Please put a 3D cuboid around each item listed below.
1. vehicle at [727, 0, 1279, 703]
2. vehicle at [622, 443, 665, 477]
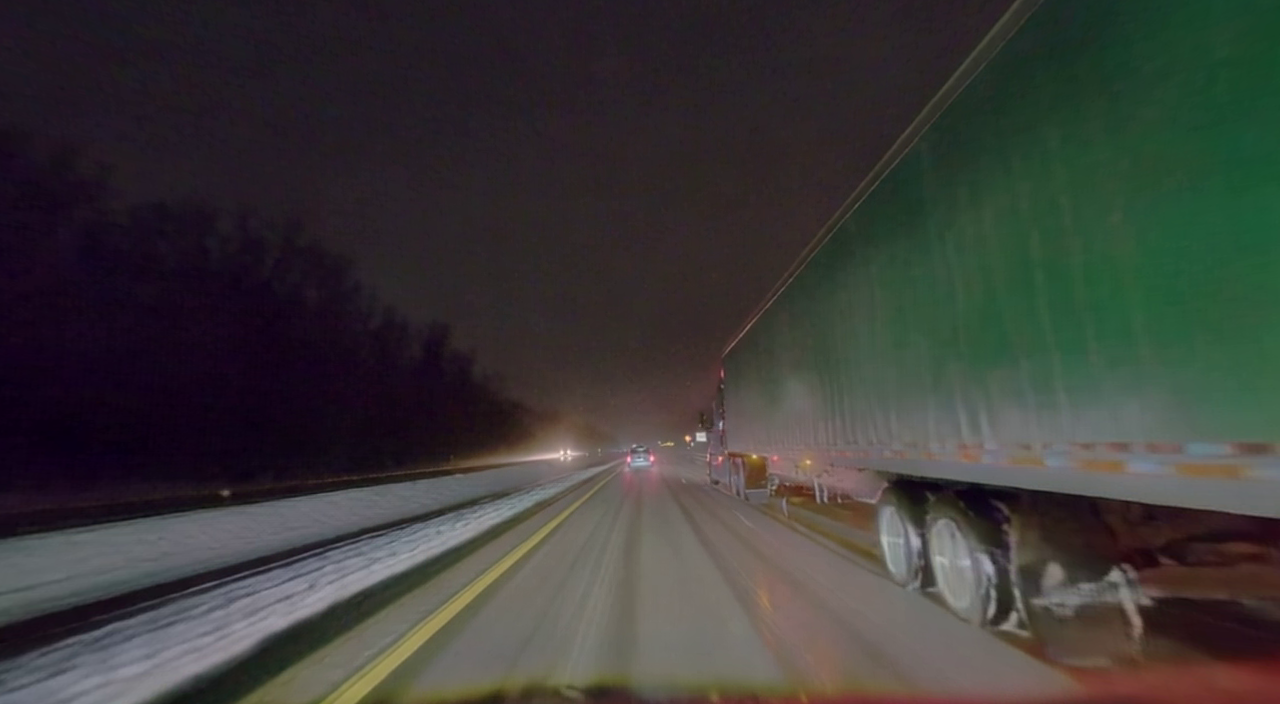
[{"bbox_3d":[3.849,0.717,9.312,2.929,4.158,15.921,0,-8,0],"label":"vehicle"},{"bbox_3d":[0.168,5.232,30.914,1.968,1.515,4.025,-1,-8,1],"label":"vehicle"}]
